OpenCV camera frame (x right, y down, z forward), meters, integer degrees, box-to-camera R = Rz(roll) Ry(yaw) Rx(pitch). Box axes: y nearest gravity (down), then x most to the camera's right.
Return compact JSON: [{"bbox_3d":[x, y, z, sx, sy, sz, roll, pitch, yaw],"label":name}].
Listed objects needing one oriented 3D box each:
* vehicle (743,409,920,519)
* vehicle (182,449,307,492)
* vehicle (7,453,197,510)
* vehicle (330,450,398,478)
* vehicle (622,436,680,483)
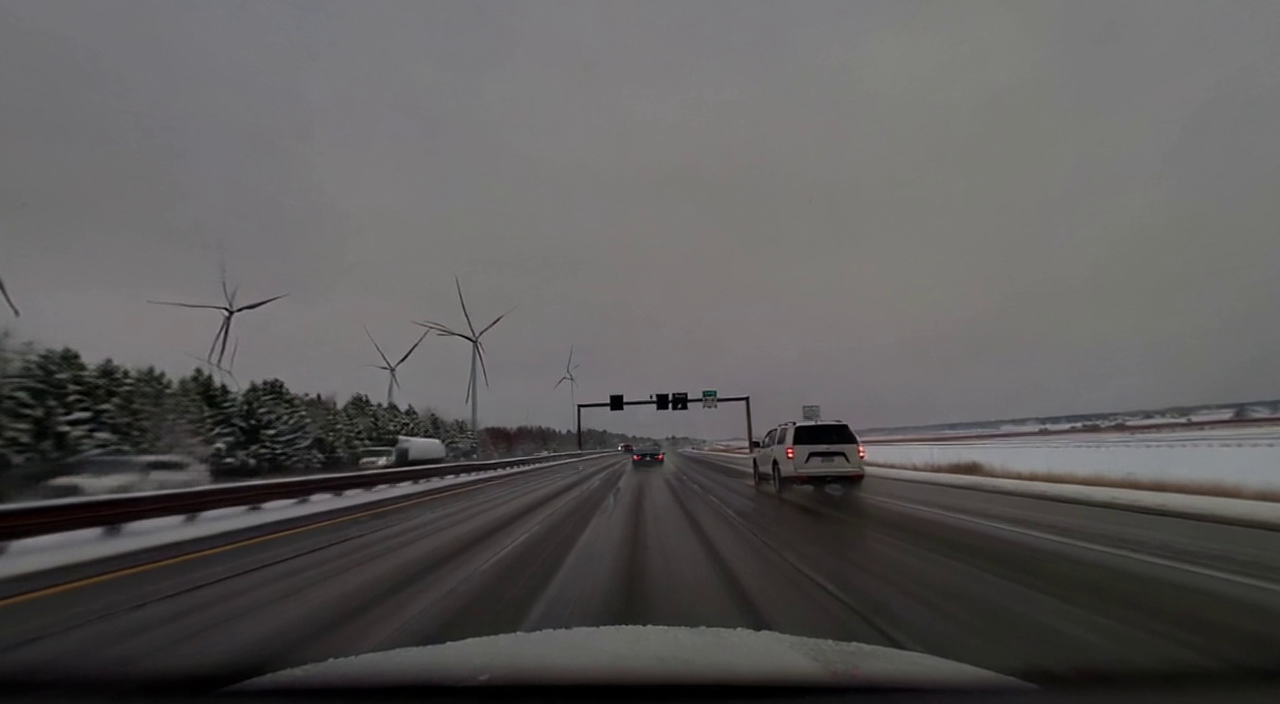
[{"bbox_3d":[3.731,2.315,13.470,2.104,1.861,4.956,-1,-9,-1],"label":"vehicle"},{"bbox_3d":[-16.043,4.798,25.886,2.420,1.543,4.109,-1,-9,1],"label":"vehicle"},{"bbox_3d":[-15.979,3.821,19.112,1.758,1.456,4.483,-1,-9,1],"label":"vehicle"},{"bbox_3d":[-19.347,7.849,44.507,2.231,1.736,5.468,-1,-8,1],"label":"vehicle"},{"bbox_3d":[0.364,4.166,24.712,2.083,1.653,3.787,-1,-9,0],"label":"vehicle"}]
